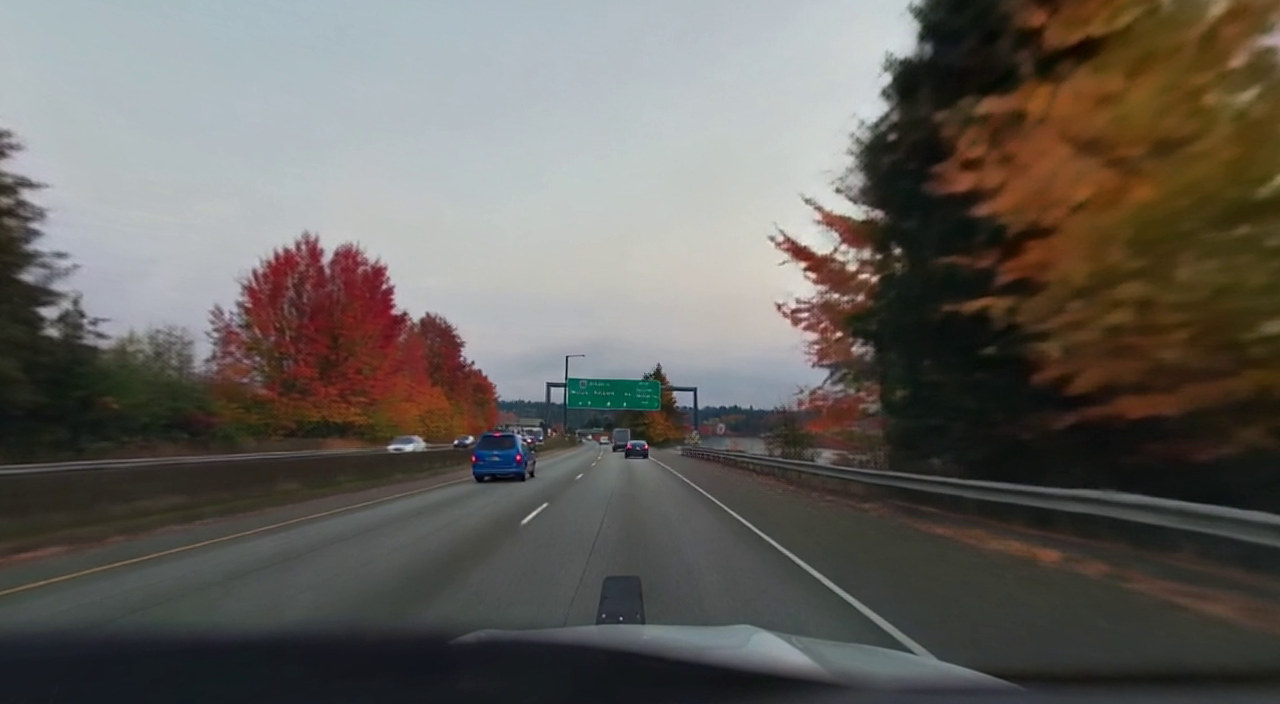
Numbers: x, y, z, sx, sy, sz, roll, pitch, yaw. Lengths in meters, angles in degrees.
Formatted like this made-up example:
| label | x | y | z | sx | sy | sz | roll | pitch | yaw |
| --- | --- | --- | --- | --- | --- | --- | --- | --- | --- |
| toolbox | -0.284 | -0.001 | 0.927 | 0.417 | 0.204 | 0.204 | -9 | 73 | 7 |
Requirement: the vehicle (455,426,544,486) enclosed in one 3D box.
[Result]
| label | x | y | z | sx | sy | sz | roll | pitch | yaw |
| --- | --- | --- | --- | --- | --- | --- | --- | --- | --- |
| vehicle | -4.411 | 3.325 | 20.443 | 1.924 | 1.720 | 4.195 | 0 | -8 | 0 |

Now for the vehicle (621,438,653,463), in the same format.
| label | x | y | z | sx | sy | sz | roll | pitch | yaw |
| --- | --- | --- | --- | --- | --- | --- | --- | --- | --- |
| vehicle | -0.209 | 6.242 | 39.961 | 1.939 | 1.497 | 3.863 | 0 | -8 | -1 |
